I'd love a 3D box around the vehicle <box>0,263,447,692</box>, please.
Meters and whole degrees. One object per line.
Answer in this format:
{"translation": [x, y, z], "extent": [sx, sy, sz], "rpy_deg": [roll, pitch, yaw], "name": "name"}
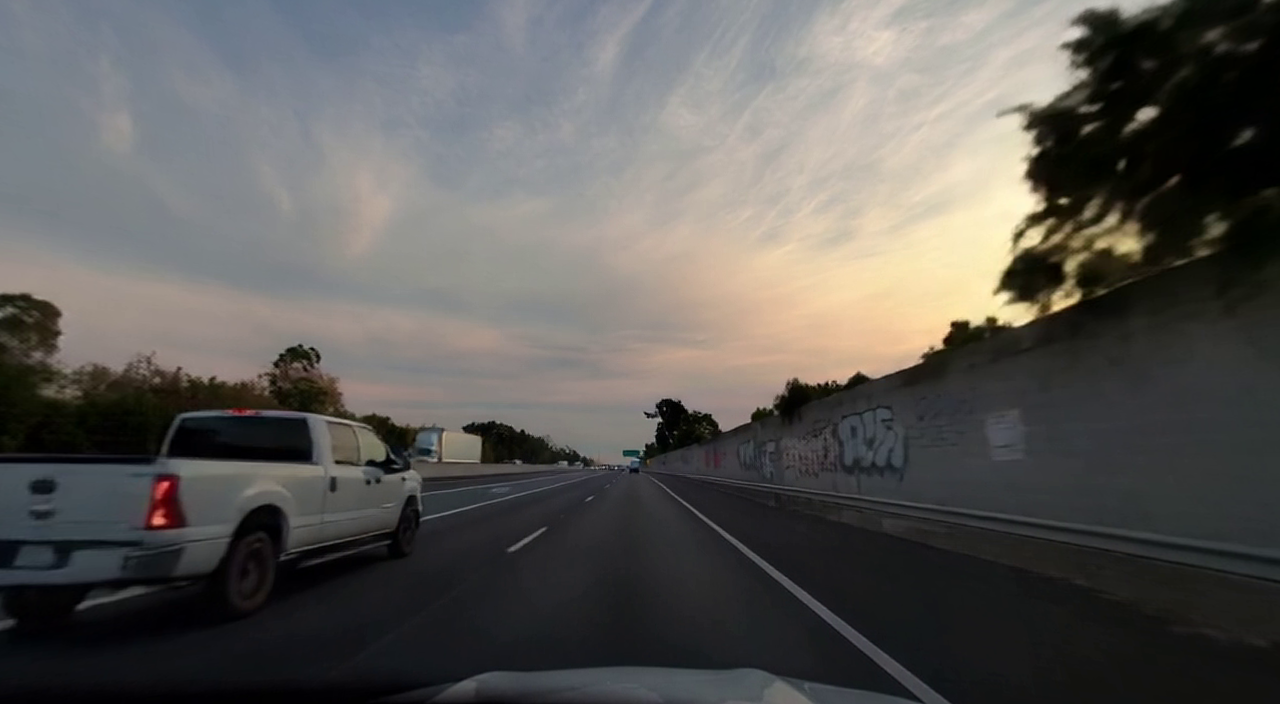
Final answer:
{"translation": [-4.294, 1.191, 6.609], "extent": [2.597, 2.434, 6.020], "rpy_deg": [1, -10, 0], "name": "vehicle"}
